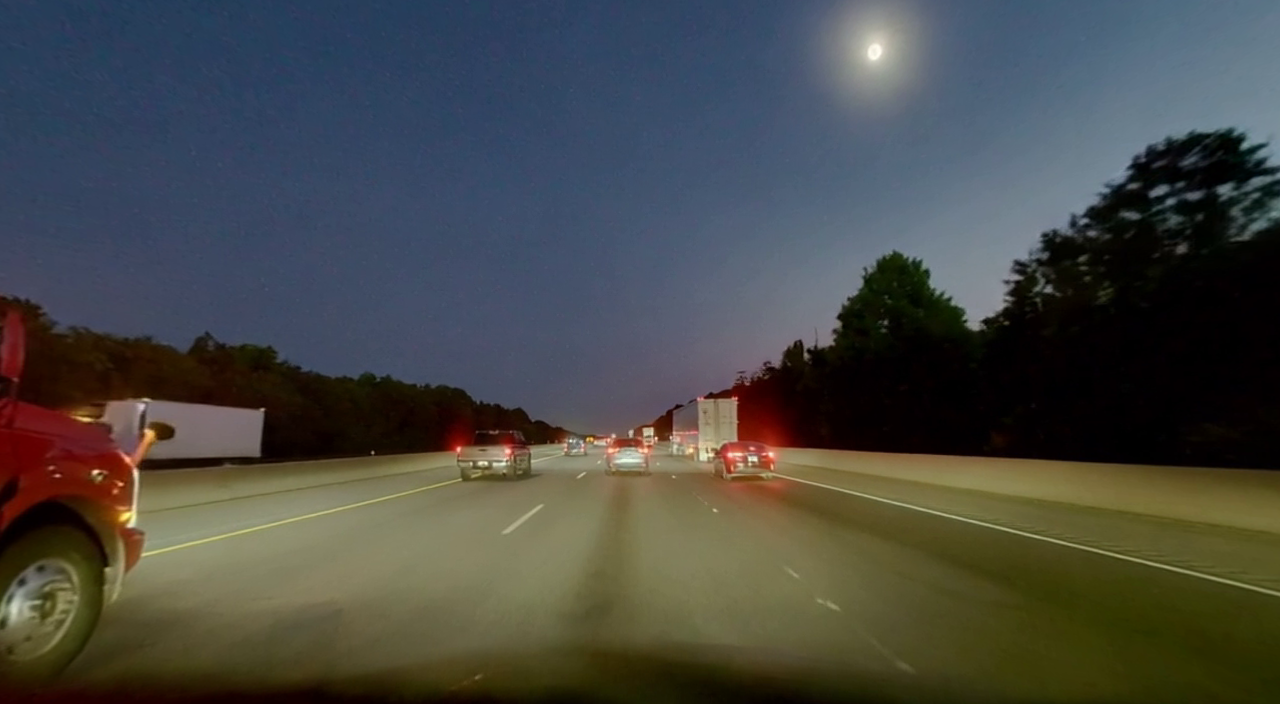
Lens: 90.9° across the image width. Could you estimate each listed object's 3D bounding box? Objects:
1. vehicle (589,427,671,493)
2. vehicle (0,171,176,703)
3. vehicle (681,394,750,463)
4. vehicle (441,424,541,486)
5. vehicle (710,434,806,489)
[{"bbox_3d":[-0.317,3.006,17.979,2.083,1.647,3.799,0,-8,-2],"label":"vehicle"},{"bbox_3d":[-4.143,0.159,0.662,2.576,2.517,6.208,0,-8,-1],"label":"vehicle"},{"bbox_3d":[5.005,5.562,45.005,2.888,4.135,14.071,0,-8,-1],"label":"vehicle"},{"bbox_3d":[-4.677,3.274,20.527,2.101,1.767,4.702,0,-8,0],"label":"vehicle"},{"bbox_3d":[3.409,3.233,19.014,1.951,1.477,3.963,0,-8,-3],"label":"vehicle"}]
